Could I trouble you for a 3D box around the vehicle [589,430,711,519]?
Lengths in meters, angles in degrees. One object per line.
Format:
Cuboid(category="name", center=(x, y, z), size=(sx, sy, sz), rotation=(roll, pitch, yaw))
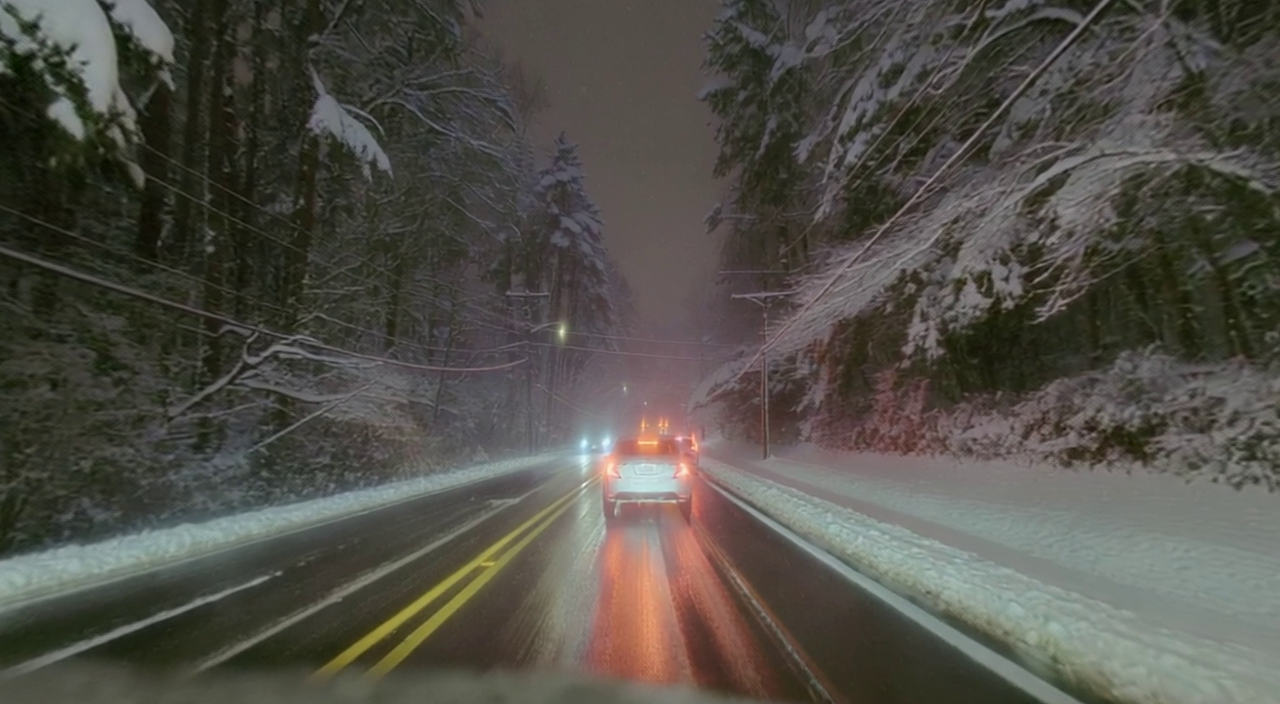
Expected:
Cuboid(category="vehicle", center=(0.159, 2.381, 12.687), size=(2.081, 1.503, 3.726), rotation=(0, -8, 0))
